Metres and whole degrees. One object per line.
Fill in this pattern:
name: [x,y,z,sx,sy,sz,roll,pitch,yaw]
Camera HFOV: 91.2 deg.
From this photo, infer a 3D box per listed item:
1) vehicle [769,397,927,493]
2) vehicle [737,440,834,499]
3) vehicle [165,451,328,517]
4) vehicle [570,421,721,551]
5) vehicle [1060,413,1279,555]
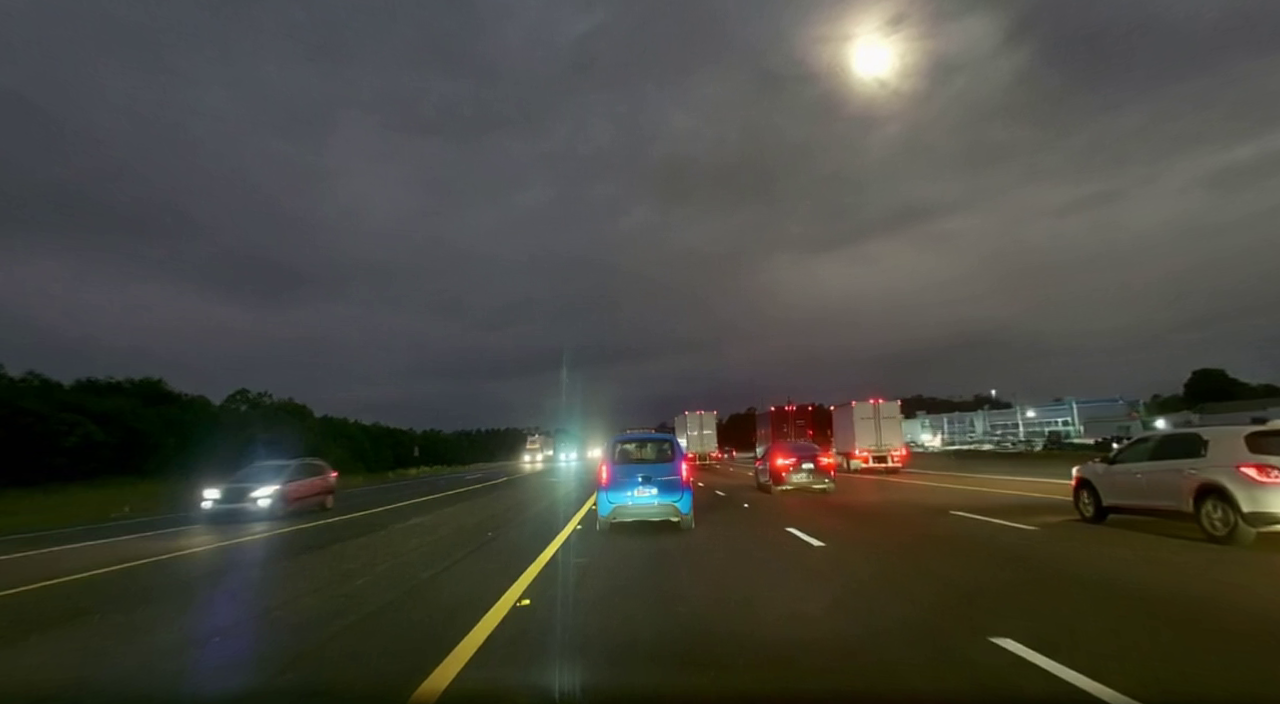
vehicle: [8.059,3.900,26.314,2.799,3.188,10.578,0,-9,-1]
vehicle: [4.132,3.387,18.444,1.859,1.512,3.711,0,-9,-1]
vehicle: [-11.898,3.977,19.398,2.218,1.749,4.315,0,-9,0]
vehicle: [0.051,2.020,9.977,1.965,1.664,3.428,0,-9,-1]
vehicle: [8.496,1.790,8.930,1.913,1.652,4.384,0,-9,0]
